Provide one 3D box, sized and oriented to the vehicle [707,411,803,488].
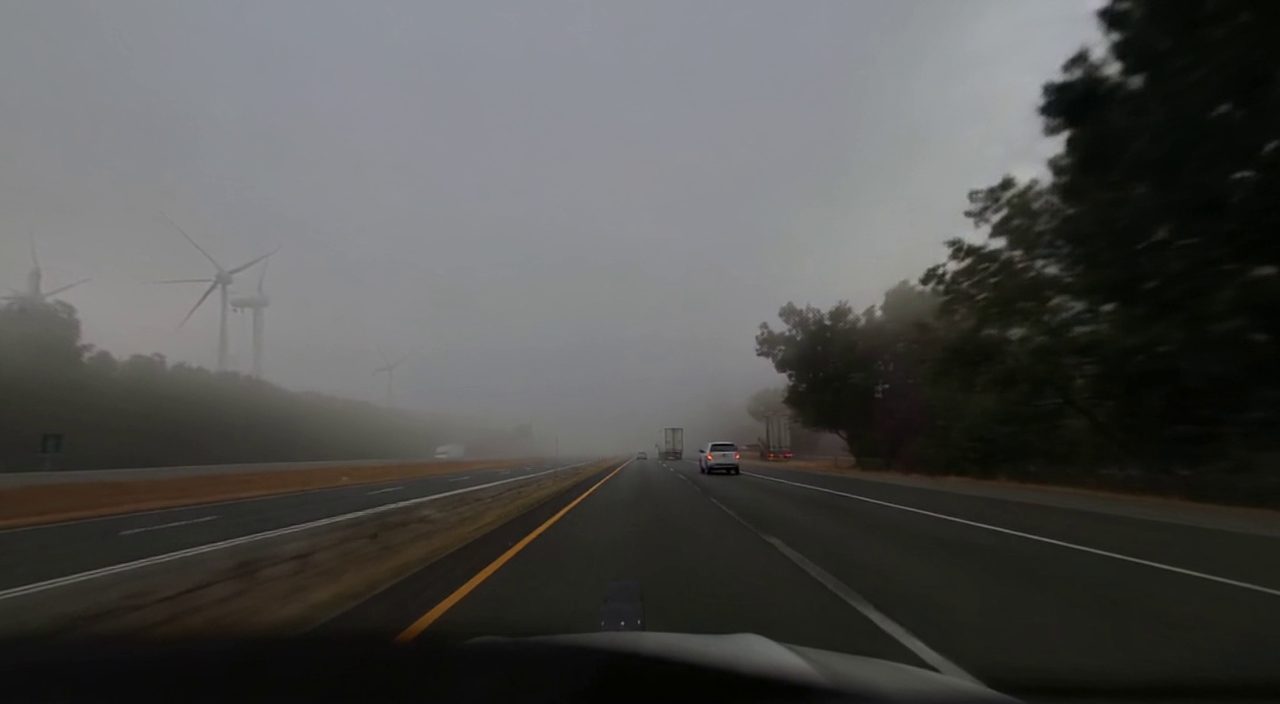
[{"bbox_3d":[4.325,3.864,24.932,2.609,2.648,5.397,0,-9,-2],"label":"vehicle"}]
